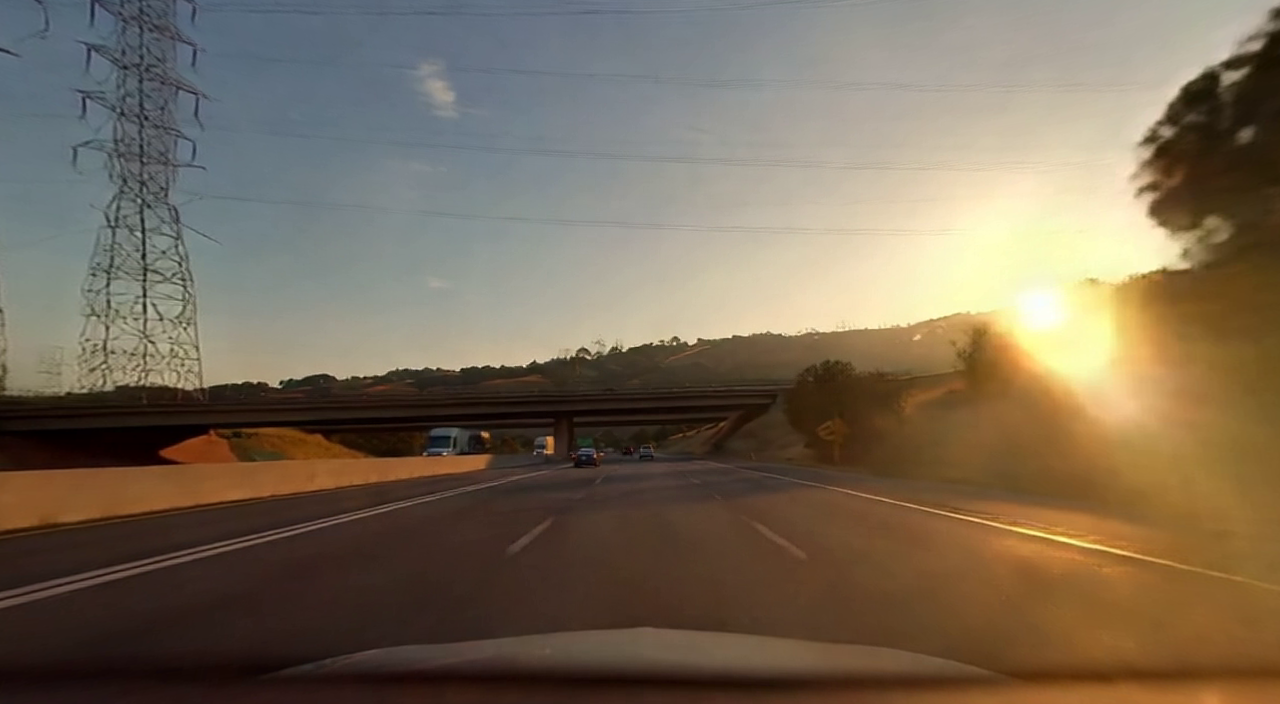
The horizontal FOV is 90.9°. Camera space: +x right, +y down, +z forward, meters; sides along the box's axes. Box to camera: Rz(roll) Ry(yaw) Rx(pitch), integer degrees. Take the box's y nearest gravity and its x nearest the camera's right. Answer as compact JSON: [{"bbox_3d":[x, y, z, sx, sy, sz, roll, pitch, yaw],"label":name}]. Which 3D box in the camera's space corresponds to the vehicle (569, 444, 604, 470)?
[{"bbox_3d":[-3.493,6.898,41.532,1.924,1.550,4.165,-1,-9,0],"label":"vehicle"}]
